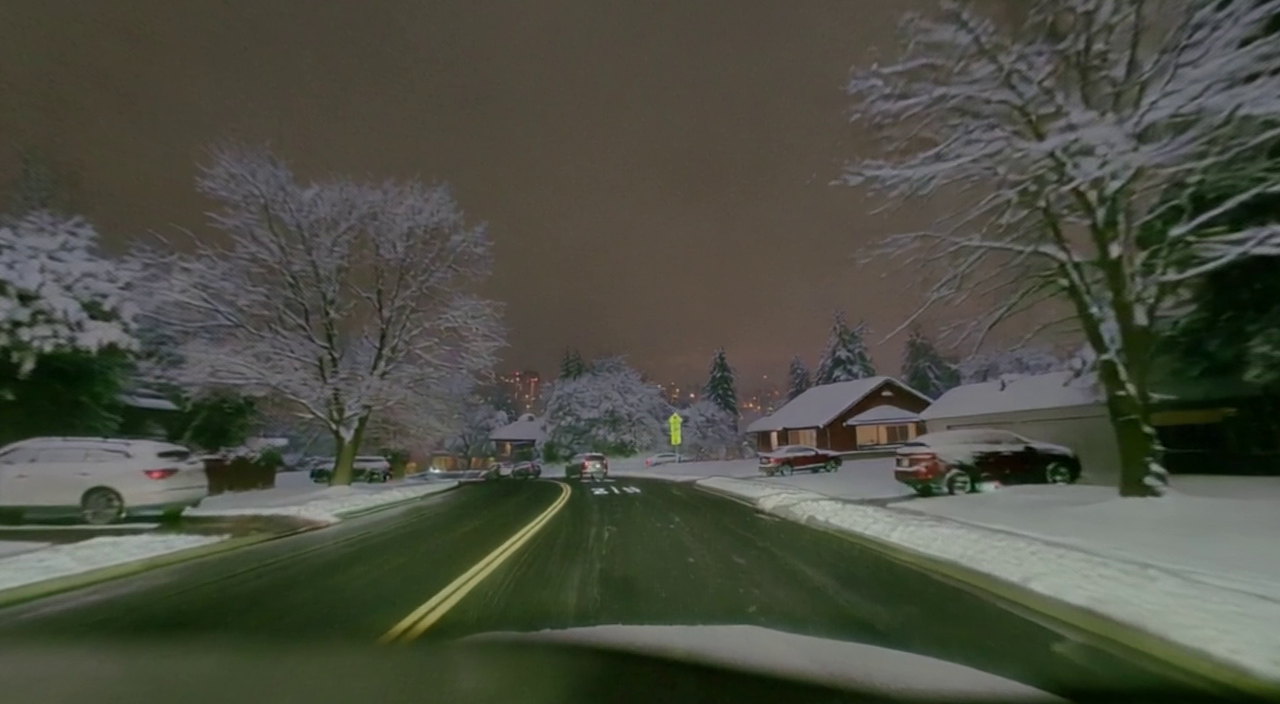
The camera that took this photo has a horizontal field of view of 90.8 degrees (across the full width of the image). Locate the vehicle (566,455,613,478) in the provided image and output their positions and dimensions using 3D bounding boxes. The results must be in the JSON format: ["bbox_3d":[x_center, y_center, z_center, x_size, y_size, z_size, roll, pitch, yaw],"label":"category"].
[{"bbox_3d":[-3.844,8.476,46.993,2.181,1.494,5.023,3,-9,-20],"label":"vehicle"}]

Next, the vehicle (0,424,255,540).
[{"bbox_3d":[-10.276,2.522,13.031,2.073,1.899,4.869,1,-8,-7],"label":"vehicle"}]

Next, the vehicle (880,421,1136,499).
[{"bbox_3d":[9.270,2.665,16.006,5.751,1.733,2.138,2,-9,-17],"label":"vehicle"}]

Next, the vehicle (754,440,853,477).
[{"bbox_3d":[8.056,5.226,31.193,4.284,1.522,1.893,0,-8,-19],"label":"vehicle"}]
